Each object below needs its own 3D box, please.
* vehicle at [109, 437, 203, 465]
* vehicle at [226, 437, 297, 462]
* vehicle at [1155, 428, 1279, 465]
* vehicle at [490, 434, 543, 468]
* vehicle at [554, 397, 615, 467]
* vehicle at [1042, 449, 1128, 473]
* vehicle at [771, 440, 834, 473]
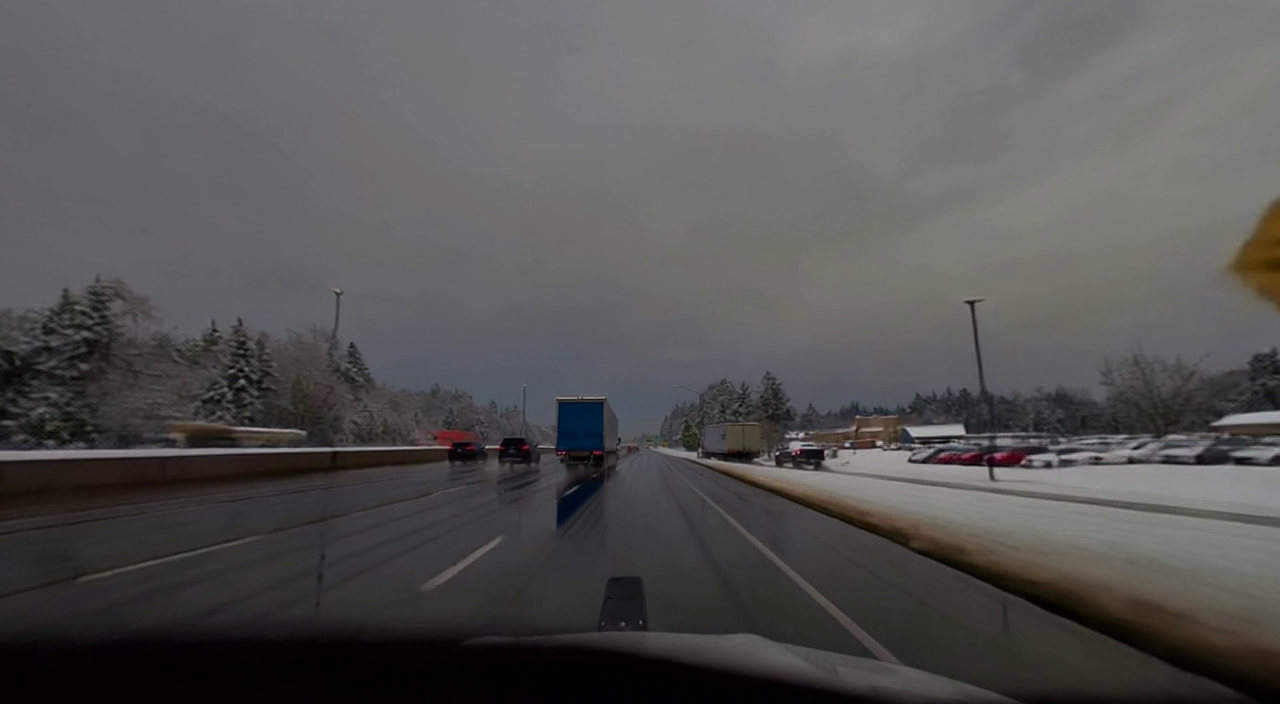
[{"bbox_3d":[-29.205,6.002,38.266,1.966,1.558,4.687,0,-8,1],"label":"vehicle"},{"bbox_3d":[-25.360,6.564,42.493,1.948,1.543,4.507,0,-8,1],"label":"vehicle"},{"bbox_3d":[28.313,4.629,30.822,4.586,1.710,1.944,0,-8,-2],"label":"vehicle"},{"bbox_3d":[-6.992,5.641,36.139,2.058,1.840,4.443,-1,-8,1],"label":"vehicle"},{"bbox_3d":[-3.431,5.547,42.894,2.905,4.037,12.921,0,-8,0],"label":"vehicle"},{"bbox_3d":[29.107,7.124,41.305,4.154,1.498,1.891,0,-8,-2],"label":"vehicle"},{"bbox_3d":[9.025,5.831,35.366,2.083,1.706,4.129,0,-8,-5],"label":"vehicle"}]
